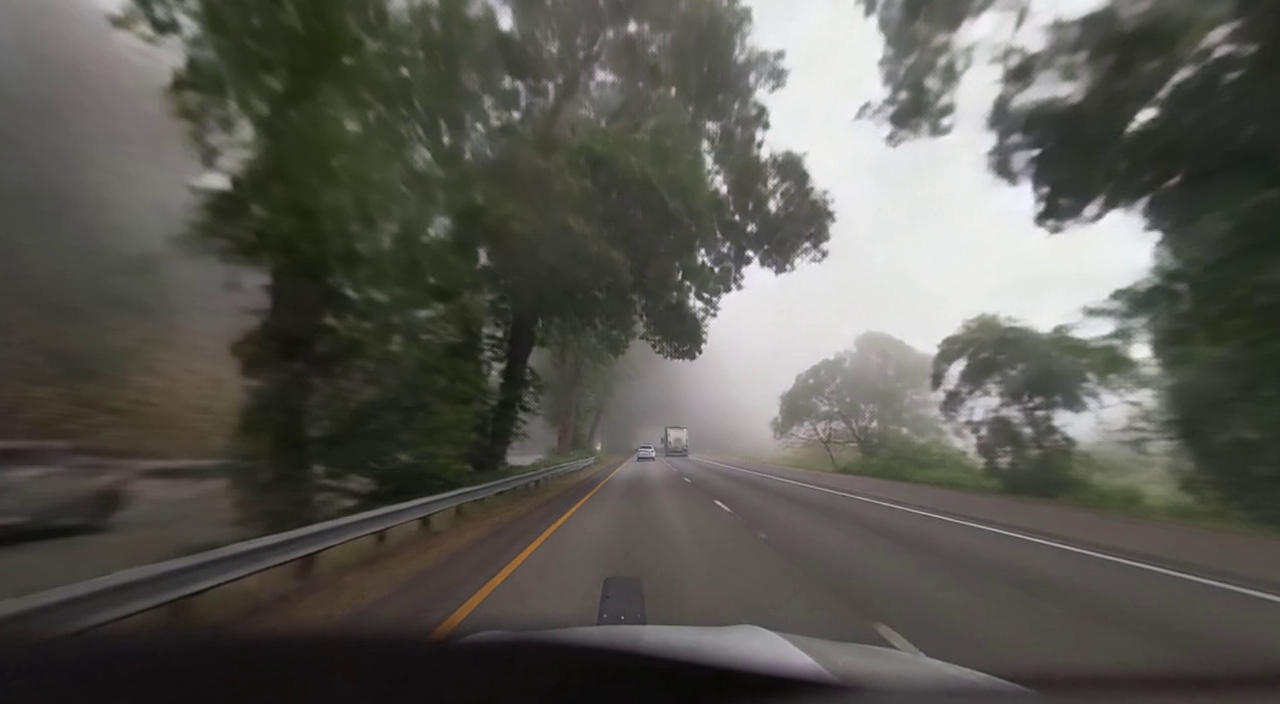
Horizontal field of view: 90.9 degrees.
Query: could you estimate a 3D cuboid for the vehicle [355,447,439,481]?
[{"bbox_3d":[-11.631,5.384,30.621,2.028,1.479,5.058,0,-9,0],"label":"vehicle"}]
